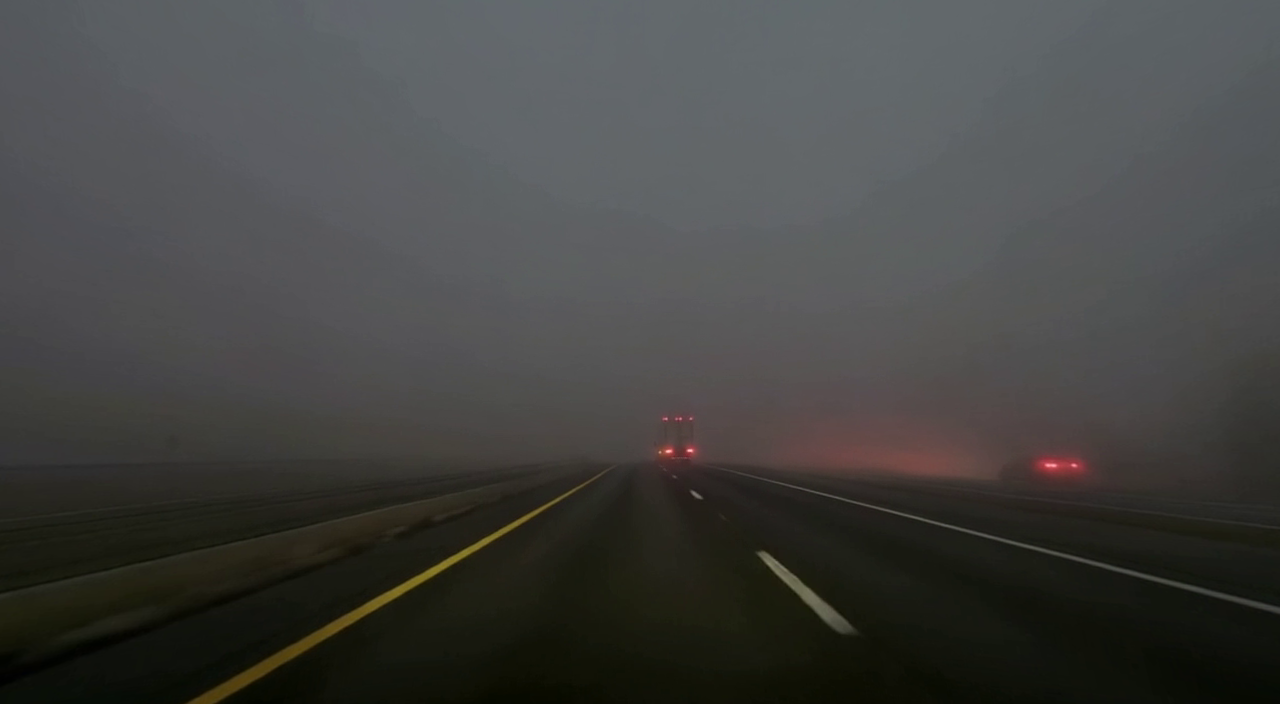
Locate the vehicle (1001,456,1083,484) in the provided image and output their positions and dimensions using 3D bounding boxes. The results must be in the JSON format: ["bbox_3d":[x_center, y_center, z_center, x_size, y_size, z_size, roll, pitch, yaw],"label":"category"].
[{"bbox_3d":[23.607,6.918,37.192,1.836,1.499,3.936,1,-9,-8],"label":"vehicle"}]
